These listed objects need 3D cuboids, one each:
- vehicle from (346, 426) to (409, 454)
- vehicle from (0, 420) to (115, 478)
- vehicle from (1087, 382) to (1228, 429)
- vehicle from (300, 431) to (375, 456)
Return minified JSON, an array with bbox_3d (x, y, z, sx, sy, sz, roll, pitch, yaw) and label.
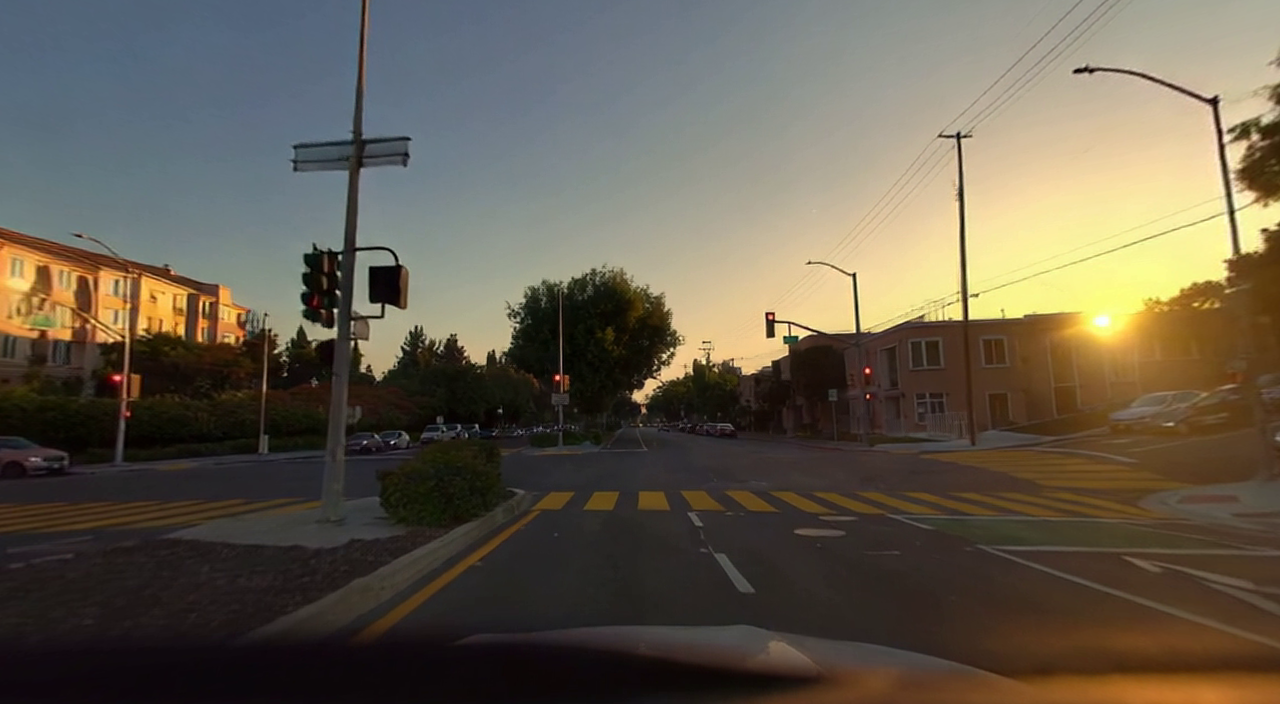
[{"bbox_3d":[-18.433,6.258,44.694,2.225,1.871,5.189,0,-9,0],"label":"vehicle"},{"bbox_3d":[-25.916,4.084,26.704,5.229,2.299,2.366,0,-8,1],"label":"vehicle"},{"bbox_3d":[22.252,2.277,27.259,4.531,1.753,1.964,-2,-2,-5],"label":"vehicle"},{"bbox_3d":[-18.209,5.569,38.346,1.939,1.430,5.533,0,-9,-2],"label":"vehicle"}]
